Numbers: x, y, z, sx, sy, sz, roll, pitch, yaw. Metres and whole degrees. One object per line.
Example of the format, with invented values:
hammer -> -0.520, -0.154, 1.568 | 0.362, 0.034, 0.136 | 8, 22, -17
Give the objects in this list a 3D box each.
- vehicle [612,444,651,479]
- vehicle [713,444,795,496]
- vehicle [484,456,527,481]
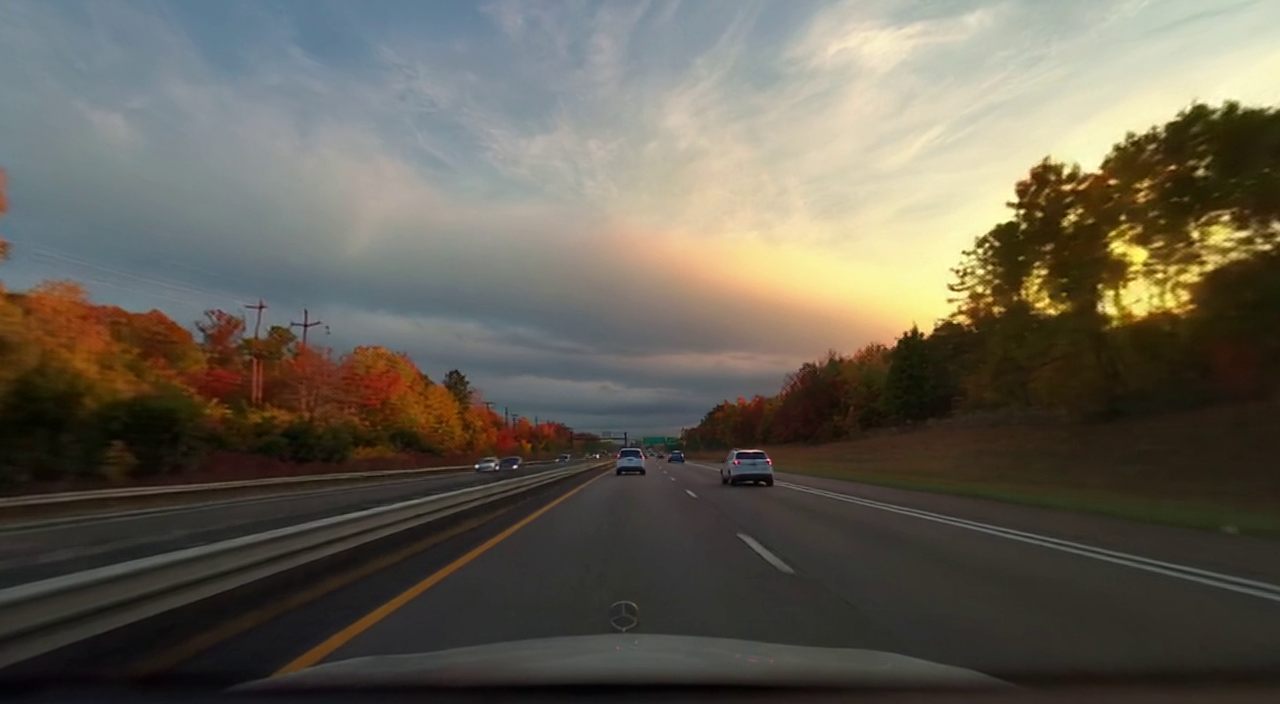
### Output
vehicle -> -0.427, 5.783, 33.280 | 1.937, 1.699, 3.936 | -1, -9, 0
vehicle -> 3.623, 3.824, 20.724 | 1.843, 1.505, 4.339 | 0, -9, -1
vehicle -> -9.309, 8.107, 43.858 | 1.935, 1.532, 4.629 | -1, -9, 1
